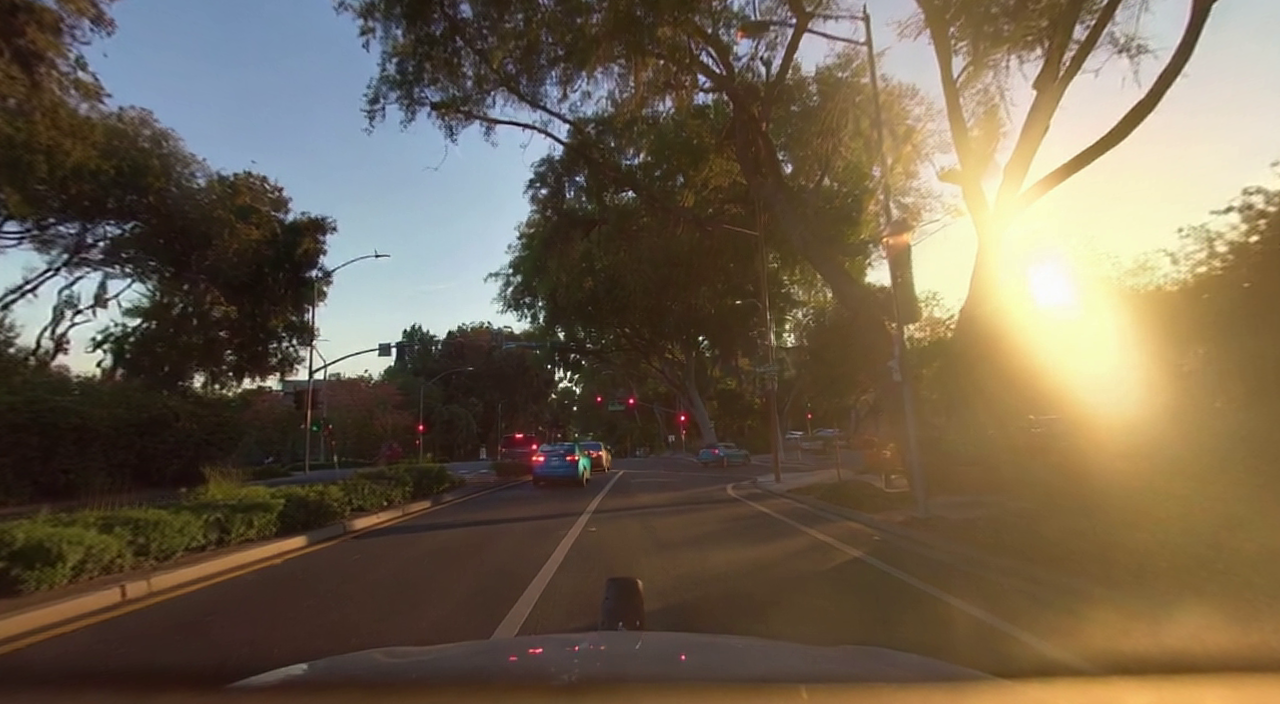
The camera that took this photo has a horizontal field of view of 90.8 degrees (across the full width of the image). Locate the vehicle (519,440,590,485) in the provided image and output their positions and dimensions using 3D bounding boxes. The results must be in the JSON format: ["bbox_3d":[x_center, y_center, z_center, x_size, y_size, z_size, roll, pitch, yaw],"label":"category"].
[{"bbox_3d":[-3.026,4.006,23.178,1.979,1.492,3.930,0,-9,1],"label":"vehicle"}]

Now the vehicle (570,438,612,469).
[{"bbox_3d":[-2.800,5.908,36.932,2.055,1.679,4.155,0,-9,1],"label":"vehicle"}]

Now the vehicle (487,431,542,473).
[{"bbox_3d":[-6.559,5.277,33.548,2.390,2.020,5.085,1,-9,-6],"label":"vehicle"}]

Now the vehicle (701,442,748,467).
[{"bbox_3d":[5.308,6.342,39.236,1.945,1.410,4.284,-3,-9,21],"label":"vehicle"}]
